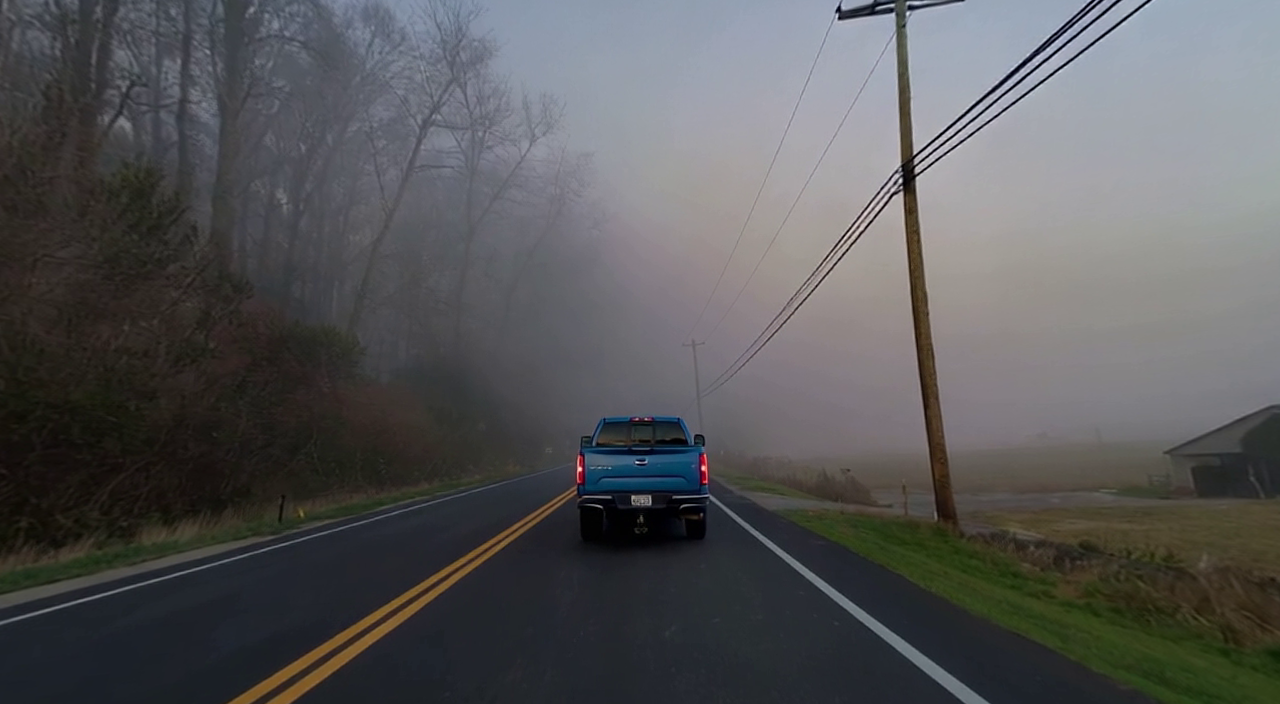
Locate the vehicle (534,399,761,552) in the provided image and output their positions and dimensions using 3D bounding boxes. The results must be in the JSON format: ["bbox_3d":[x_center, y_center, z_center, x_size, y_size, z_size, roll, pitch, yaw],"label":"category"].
[{"bbox_3d":[0.058,1.949,10.774,2.774,1.861,5.885,0,-8,-1],"label":"vehicle"}]
